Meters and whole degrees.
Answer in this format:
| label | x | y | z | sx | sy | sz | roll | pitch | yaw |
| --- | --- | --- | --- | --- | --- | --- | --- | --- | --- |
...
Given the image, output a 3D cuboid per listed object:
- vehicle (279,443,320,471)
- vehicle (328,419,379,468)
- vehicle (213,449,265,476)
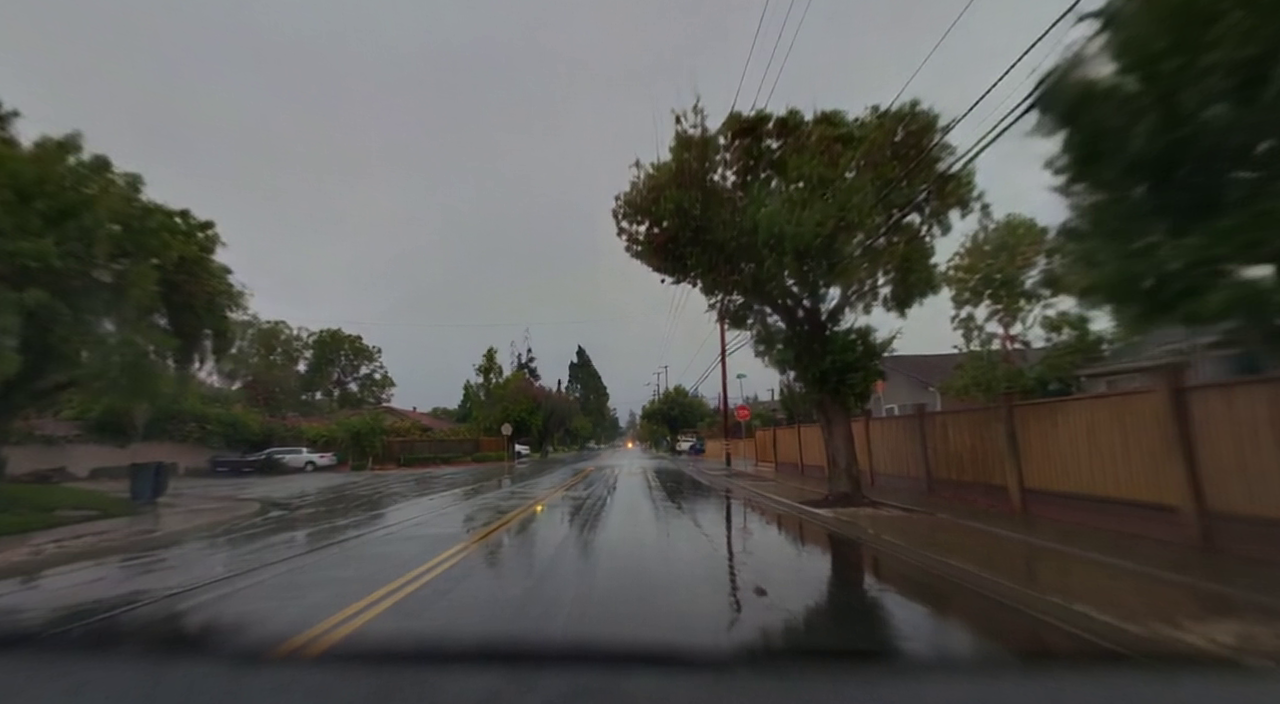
| label | x | y | z | sx | sy | sz | roll | pitch | yaw |
| --- | --- | --- | --- | --- | --- | --- | --- | --- | --- |
| vehicle | -23.908 | 7.334 | 44.469 | 2.083 | 1.802 | 4.455 | 4 | -9 | -24 |
| vehicle | -20.458 | 6.731 | 45.323 | 2.842 | 3.181 | 8.576 | 4 | -11 | -23 |
| vehicle | -24.255 | 6.671 | 38.374 | 1.955 | 1.448 | 4.542 | 3 | -9 | -24 |
